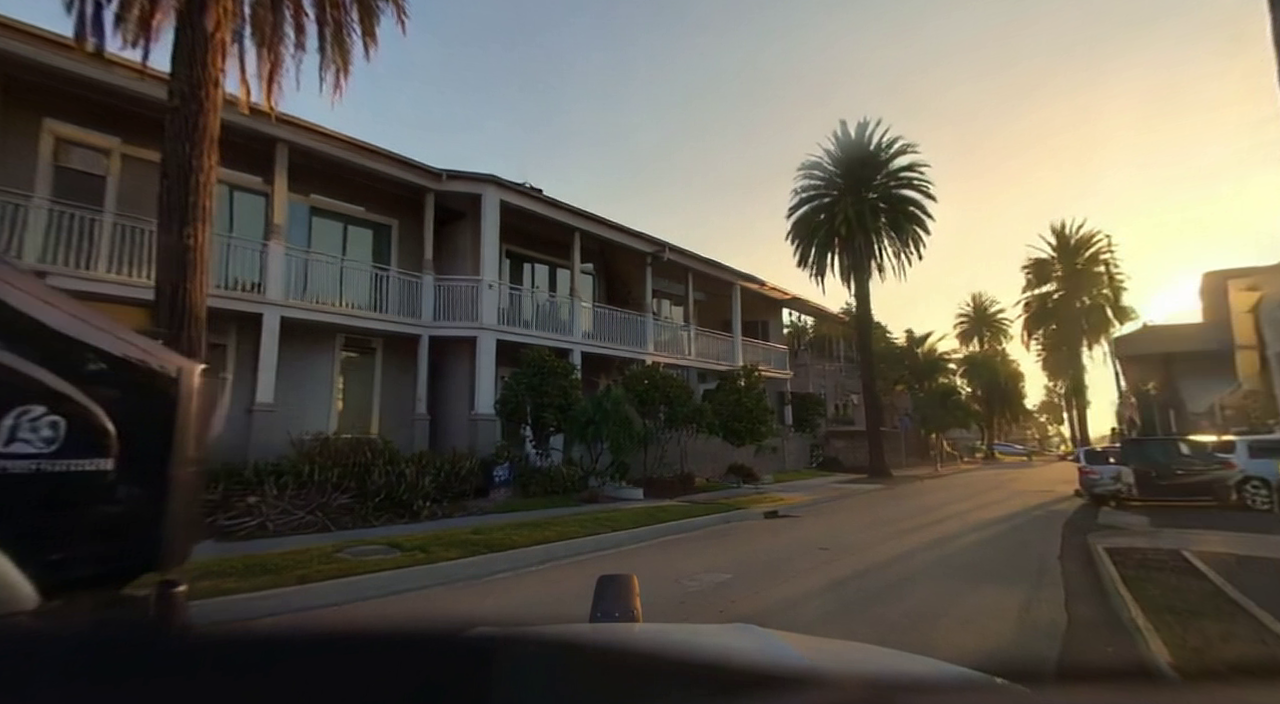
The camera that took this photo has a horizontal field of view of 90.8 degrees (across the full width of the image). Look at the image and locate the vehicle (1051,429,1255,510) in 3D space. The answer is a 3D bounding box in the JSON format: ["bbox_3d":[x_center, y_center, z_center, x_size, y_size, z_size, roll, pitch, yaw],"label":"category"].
[{"bbox_3d":[19.791,4.440,24.767,5.872,2.468,2.864,-2,-8,38],"label":"vehicle"}]
